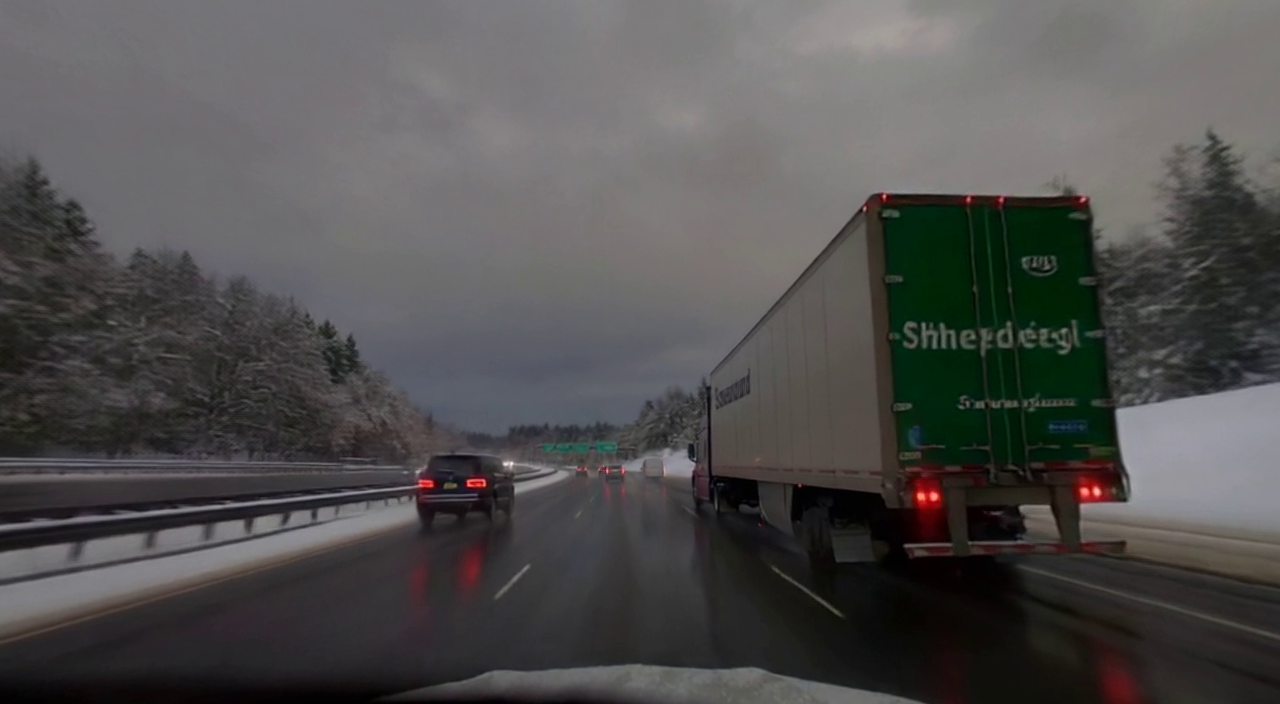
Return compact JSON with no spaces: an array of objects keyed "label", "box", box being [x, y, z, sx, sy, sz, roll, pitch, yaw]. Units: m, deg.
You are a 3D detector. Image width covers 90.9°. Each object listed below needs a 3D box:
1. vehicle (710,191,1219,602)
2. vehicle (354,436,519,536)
[{"label":"vehicle","box":[4.037,1.614,13.475,2.992,4.300,13.967,1,-10,-2]},{"label":"vehicle","box":[-4.122,2.849,13.748,2.070,1.775,4.646,1,-10,-1]}]
